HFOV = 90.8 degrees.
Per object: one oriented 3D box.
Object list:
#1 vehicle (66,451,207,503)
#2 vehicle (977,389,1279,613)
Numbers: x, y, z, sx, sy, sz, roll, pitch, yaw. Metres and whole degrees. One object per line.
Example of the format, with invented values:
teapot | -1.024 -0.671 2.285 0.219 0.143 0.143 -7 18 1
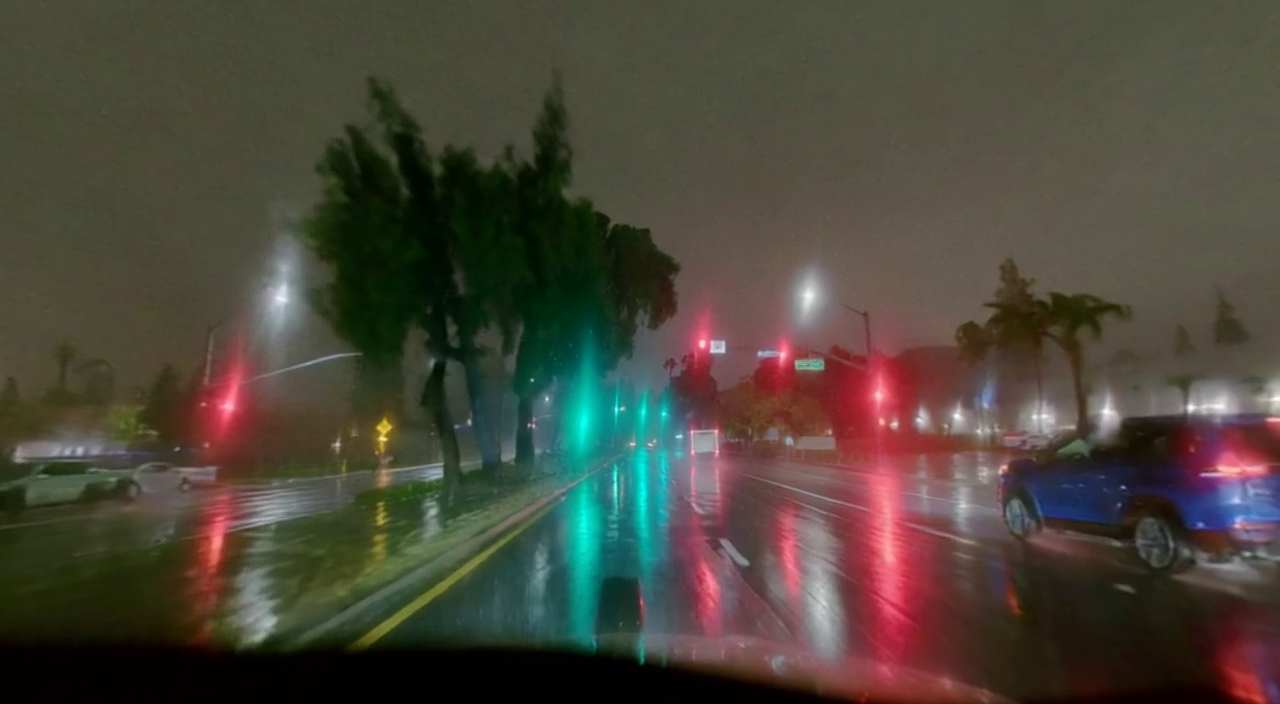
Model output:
vehicle | -19.372 4.791 24.614 2.060 1.665 4.282 -3 -8 -1
vehicle | 6.041 1.468 6.973 2.012 1.754 4.635 0 -8 0
